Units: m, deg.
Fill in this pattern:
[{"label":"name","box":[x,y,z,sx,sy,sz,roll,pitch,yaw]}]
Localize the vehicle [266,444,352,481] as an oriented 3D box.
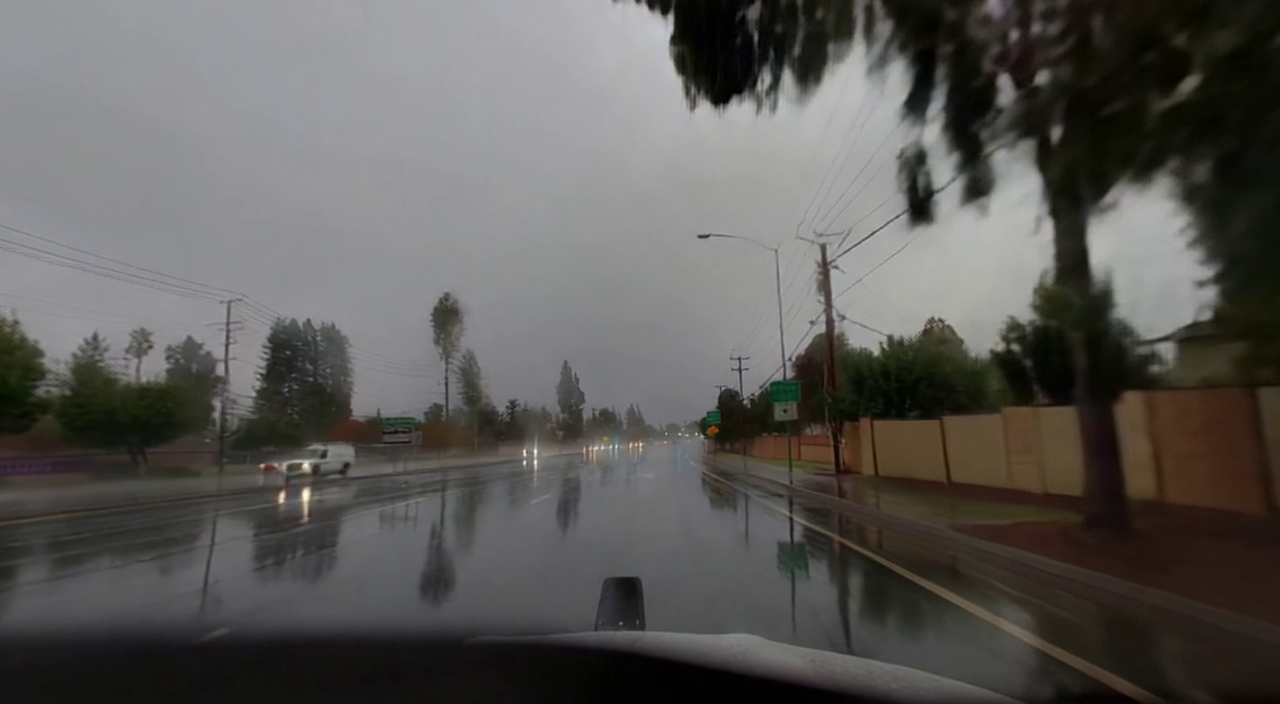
[{"label":"vehicle","box":[-16.202,5.394,31.189,1.925,1.649,4.009,0,-8,3]}]
